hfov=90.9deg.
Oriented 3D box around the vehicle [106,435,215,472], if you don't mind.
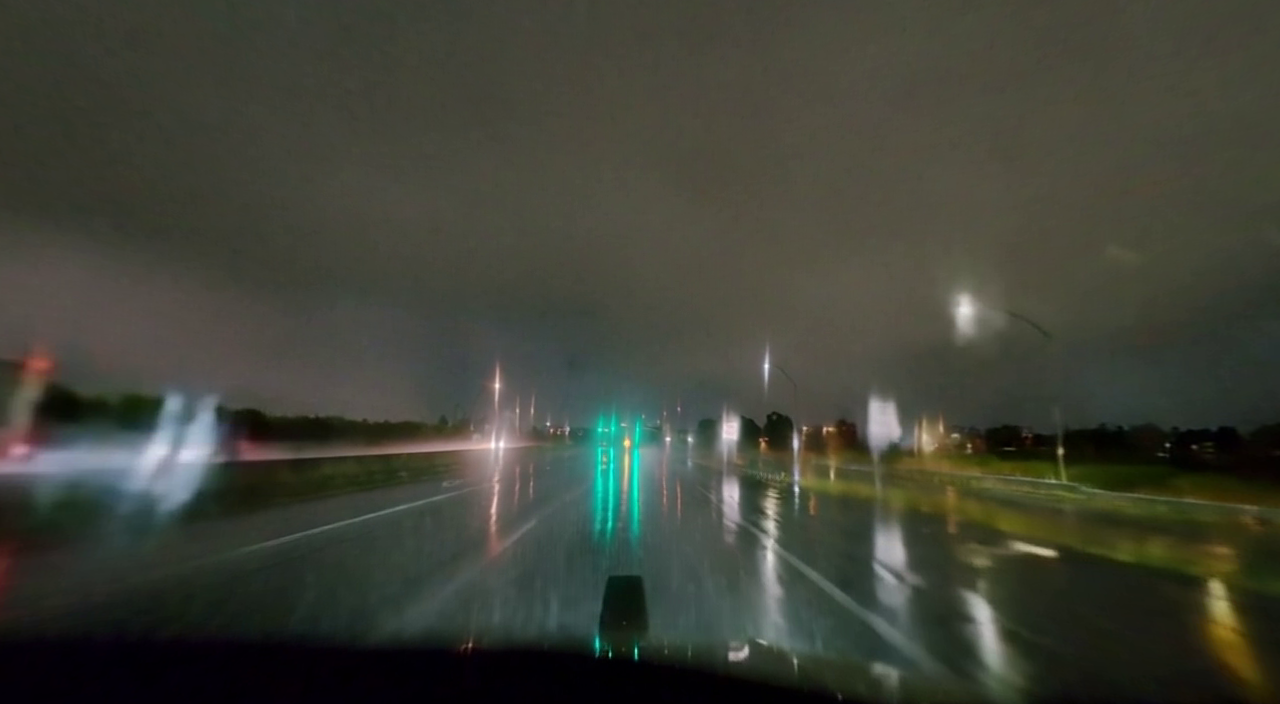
[{"bbox_3d":[-19.924,4.218,26.407,1.576,1.420,3.686,0,-9,1],"label":"vehicle"}]
